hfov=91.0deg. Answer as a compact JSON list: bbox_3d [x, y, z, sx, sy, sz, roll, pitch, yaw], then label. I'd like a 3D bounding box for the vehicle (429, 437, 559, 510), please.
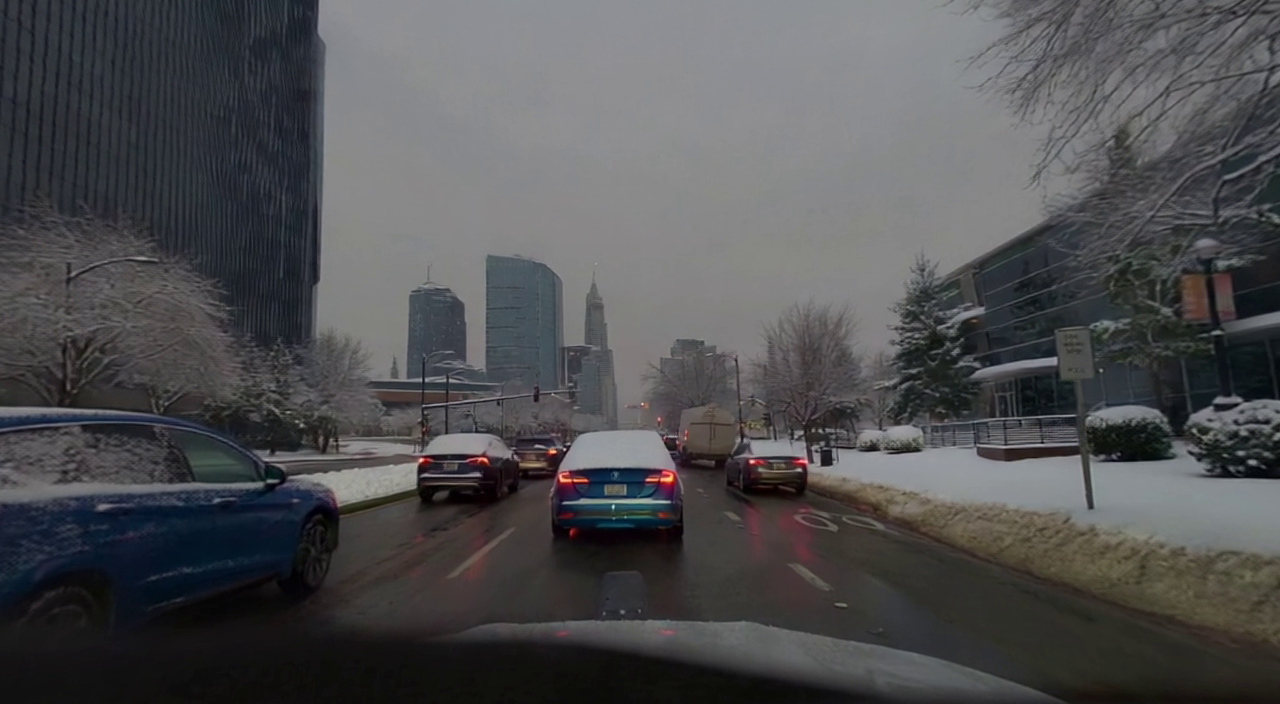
[{"bbox_3d":[-3.353,2.886,15.486,2.044,1.508,4.479,0,-9,1],"label":"vehicle"}]

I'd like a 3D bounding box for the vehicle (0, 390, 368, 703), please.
[{"bbox_3d":[-3.576,1.133,3.948,1.933,1.520,4.195,0,-9,-1],"label":"vehicle"}]

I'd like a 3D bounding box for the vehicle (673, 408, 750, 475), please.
[{"bbox_3d":[3.901,5.428,37.941,3.074,3.316,12.953,0,-9,0],"label":"vehicle"}]

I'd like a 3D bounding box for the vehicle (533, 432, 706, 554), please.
[{"bbox_3d":[-0.216,2.094,10.135,2.174,1.509,4.374,0,-9,1],"label":"vehicle"}]

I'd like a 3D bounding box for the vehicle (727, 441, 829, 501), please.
[{"bbox_3d":[3.842,3.390,18.349,1.940,1.514,4.187,0,-9,-1],"label":"vehicle"}]
